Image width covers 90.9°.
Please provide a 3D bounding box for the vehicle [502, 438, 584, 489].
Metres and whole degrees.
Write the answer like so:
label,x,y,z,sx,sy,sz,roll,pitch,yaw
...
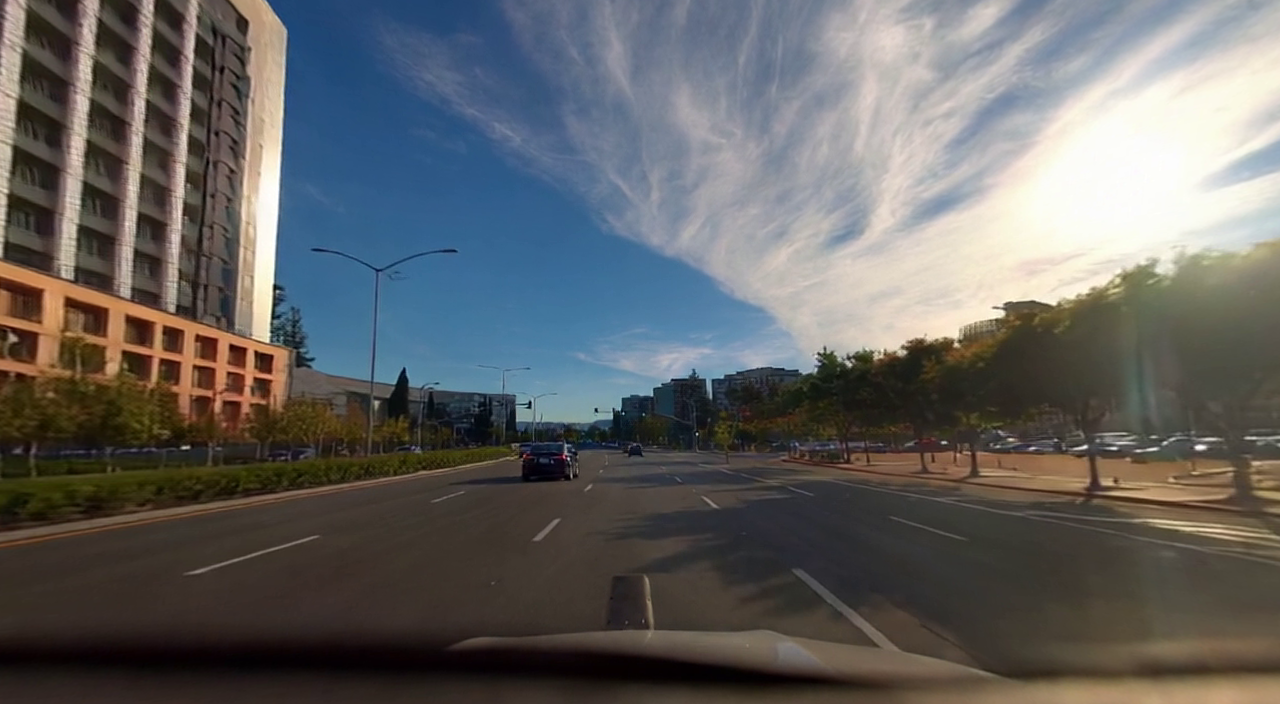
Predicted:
label,x,y,z,sx,sy,sz,roll,pitch,yaw
vehicle,-3.098,3.645,21.049,2.009,1.489,4.543,0,-8,0
